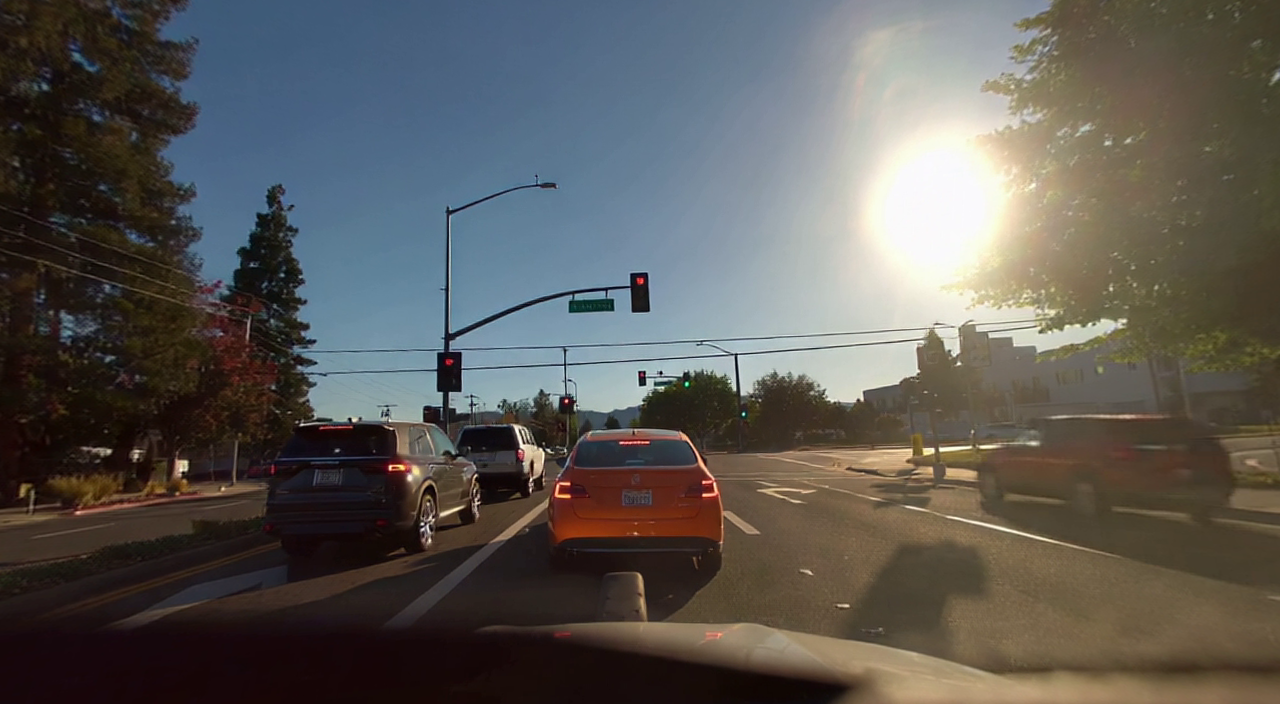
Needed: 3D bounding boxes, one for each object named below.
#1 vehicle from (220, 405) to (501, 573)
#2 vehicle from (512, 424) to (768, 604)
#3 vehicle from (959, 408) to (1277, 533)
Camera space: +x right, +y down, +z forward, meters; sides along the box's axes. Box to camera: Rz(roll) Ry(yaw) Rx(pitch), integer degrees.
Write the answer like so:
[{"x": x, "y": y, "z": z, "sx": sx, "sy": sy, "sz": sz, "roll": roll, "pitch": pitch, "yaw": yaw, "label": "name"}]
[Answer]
[{"x": -3.427, "y": 1.758, "z": 8.856, "sx": 2.046, "sy": 1.751, "sz": 4.208, "roll": 0, "pitch": -8, "yaw": -1, "label": "vehicle"}, {"x": -0.061, "y": 1.642, "z": 7.312, "sx": 2.126, "sy": 1.475, "sz": 3.967, "roll": 0, "pitch": -8, "yaw": -2, "label": "vehicle"}, {"x": 7.819, "y": 1.984, "z": 11.101, "sx": 2.059, "sy": 1.719, "sz": 4.443, "roll": 0, "pitch": -8, "yaw": 0, "label": "vehicle"}]
